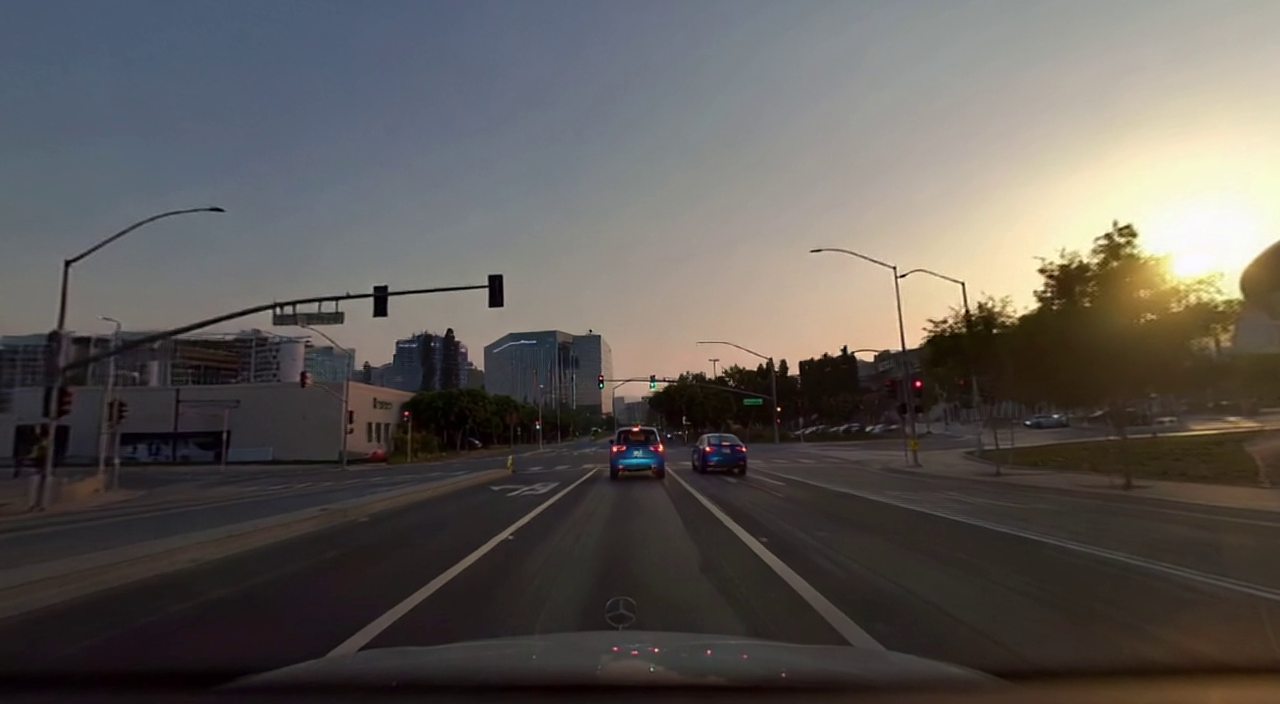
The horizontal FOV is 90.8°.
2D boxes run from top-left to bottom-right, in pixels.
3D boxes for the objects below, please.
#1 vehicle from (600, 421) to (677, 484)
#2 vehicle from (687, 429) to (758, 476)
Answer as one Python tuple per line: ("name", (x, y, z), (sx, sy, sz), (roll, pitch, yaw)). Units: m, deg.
("vehicle", (-0.144, 3.506, 22.280), (2.413, 1.939, 4.716), (0, -8, -2))
("vehicle", (3.212, 4.037, 25.568), (2.107, 1.736, 4.228), (0, -8, -2))
